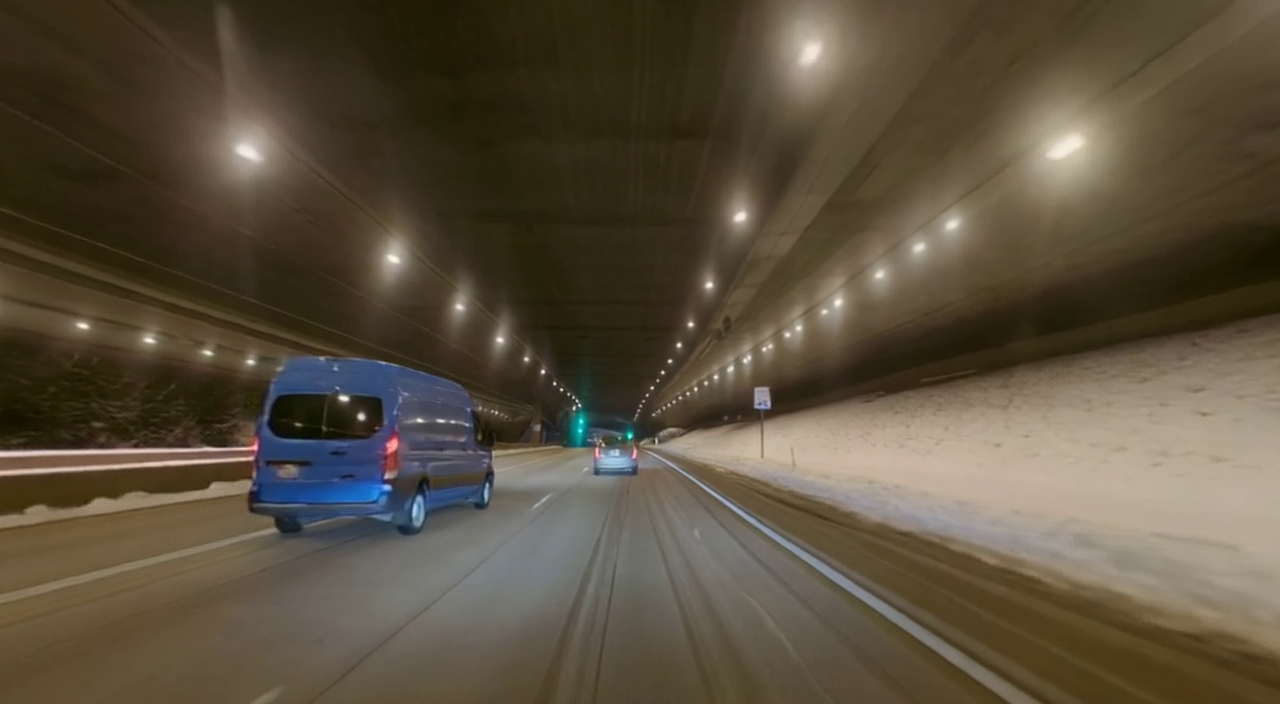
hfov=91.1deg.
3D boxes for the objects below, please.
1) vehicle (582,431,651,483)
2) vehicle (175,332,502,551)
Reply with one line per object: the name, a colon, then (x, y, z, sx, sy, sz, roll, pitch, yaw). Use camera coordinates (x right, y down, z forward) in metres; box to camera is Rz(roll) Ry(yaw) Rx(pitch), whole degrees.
vehicle: (-0.738, 3.489, 21.297, 2.095, 1.553, 4.069, 0, -8, -1)
vehicle: (-3.977, 1.354, 9.773, 2.404, 2.459, 5.229, 0, -8, 1)
